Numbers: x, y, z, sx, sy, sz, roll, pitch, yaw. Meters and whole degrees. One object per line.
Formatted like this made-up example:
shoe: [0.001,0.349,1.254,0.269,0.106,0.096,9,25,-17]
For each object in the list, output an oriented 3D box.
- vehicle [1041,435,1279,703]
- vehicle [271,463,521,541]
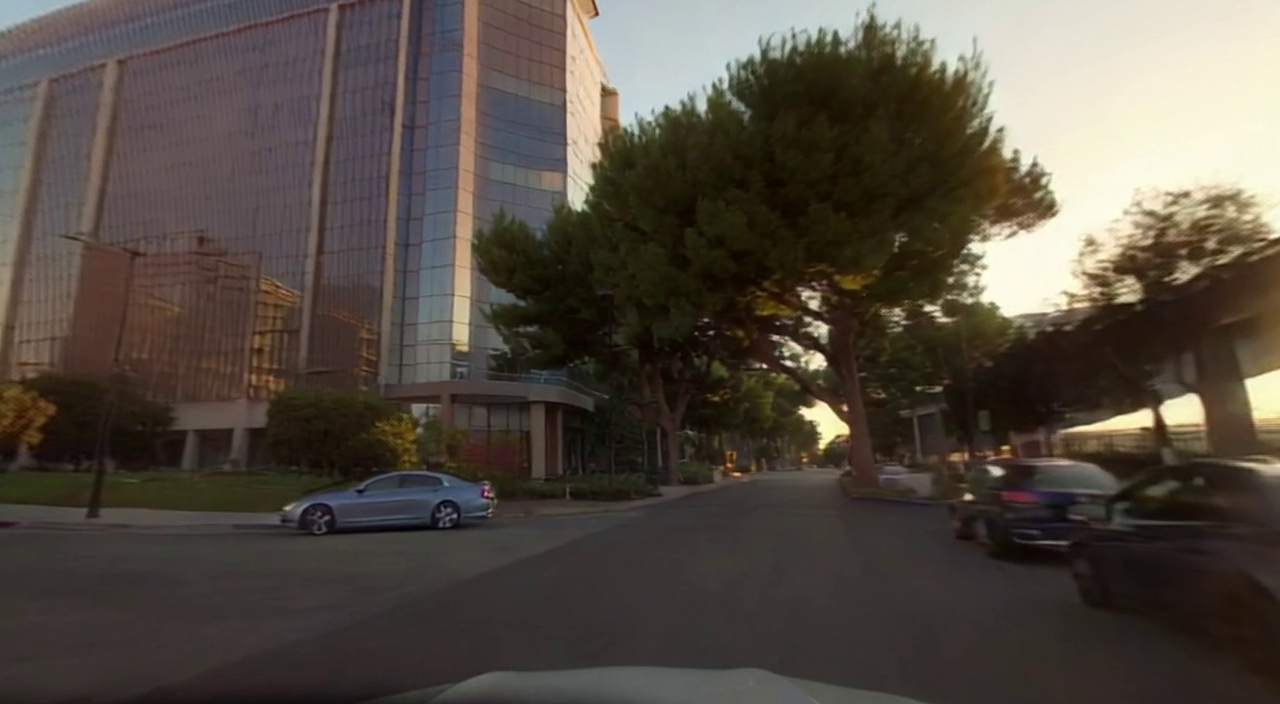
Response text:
vehicle: [4.434,1.268,3.743,2.073,1.434,3.899,-1,-11,11]
vehicle: [-5.278,3.246,13.957,4.770,1.448,1.983,6,-12,-26]
